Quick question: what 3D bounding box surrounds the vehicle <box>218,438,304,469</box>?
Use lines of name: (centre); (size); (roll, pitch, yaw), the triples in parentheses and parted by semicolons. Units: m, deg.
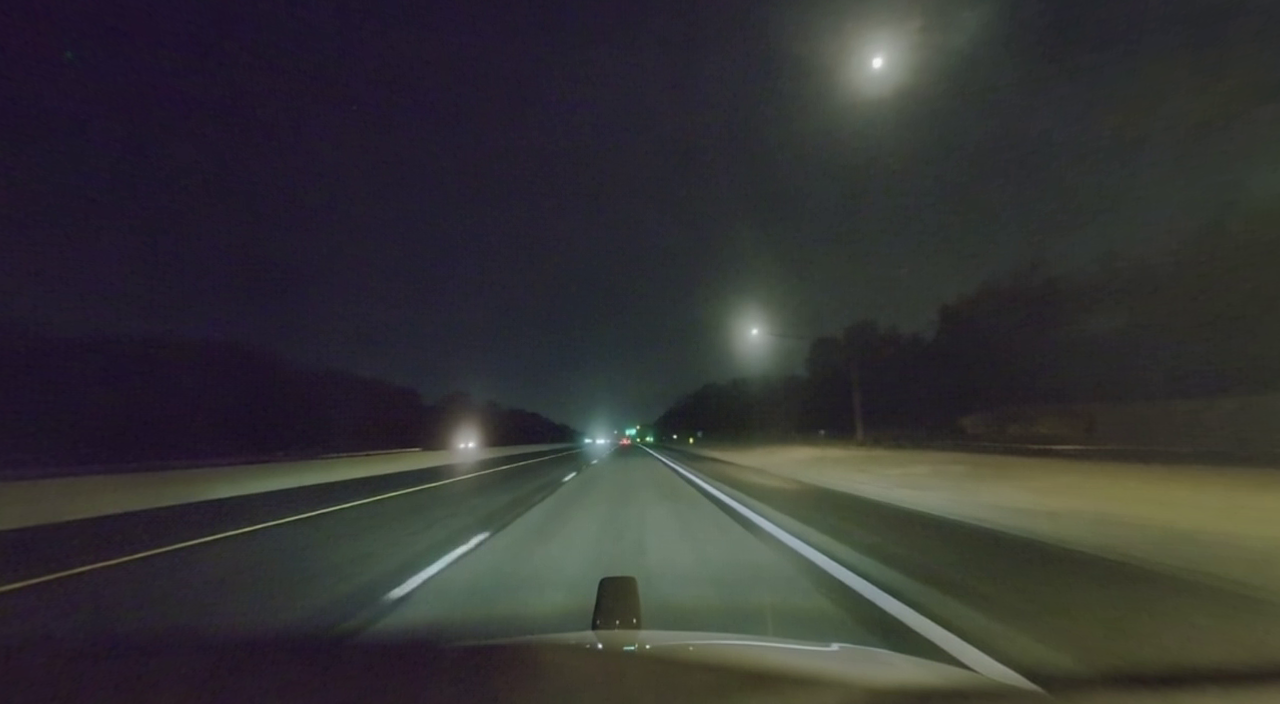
vehicle: (-20.250, 5.430, 33.857); (1.893, 1.544, 4.441); (0, -8, -1)
